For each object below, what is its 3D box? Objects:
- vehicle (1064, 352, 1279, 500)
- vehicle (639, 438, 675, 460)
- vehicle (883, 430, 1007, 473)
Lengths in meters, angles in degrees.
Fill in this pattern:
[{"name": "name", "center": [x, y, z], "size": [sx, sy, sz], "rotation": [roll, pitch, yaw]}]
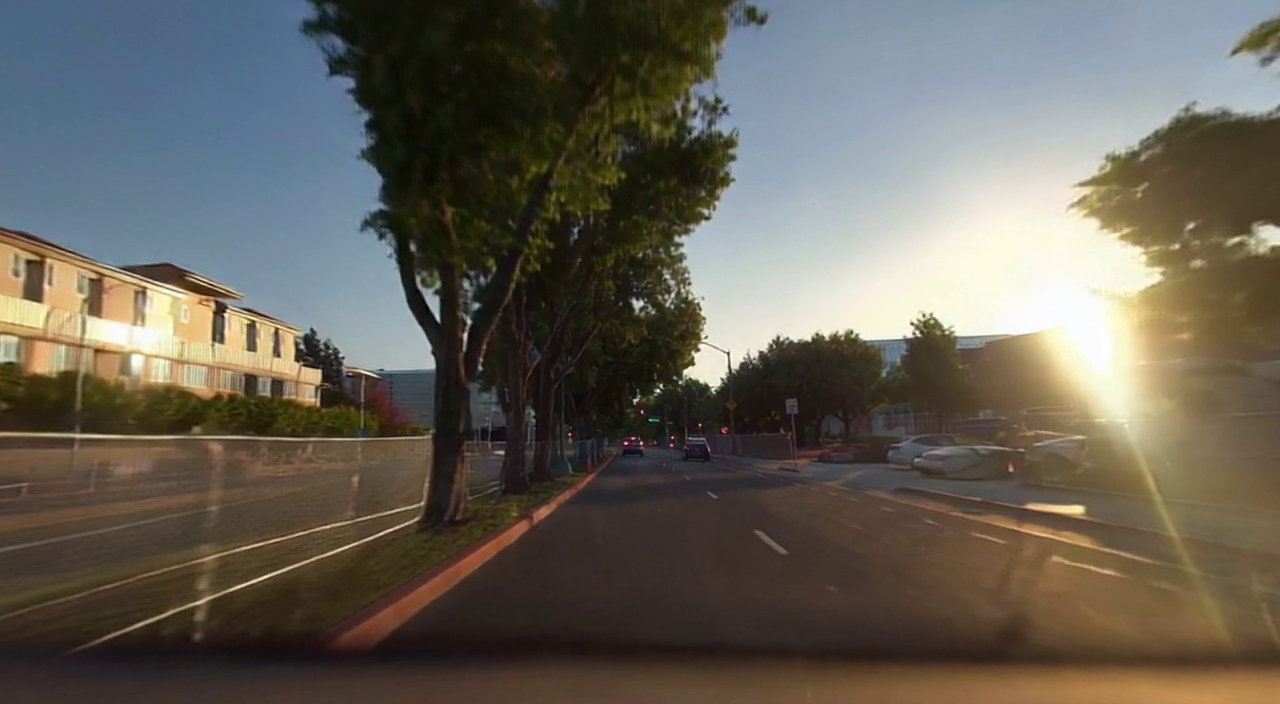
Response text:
[{"name": "vehicle", "center": [15.578, 1.923, 16.303], "size": [6.641, 3.391, 3.387], "rotation": [0, -8, -2]}, {"name": "vehicle", "center": [1.243, 6.914, 44.997], "size": [1.974, 1.490, 4.231], "rotation": [-2, -9, 10]}, {"name": "vehicle", "center": [12.288, 4.000, 25.759], "size": [1.948, 1.466, 4.520], "rotation": [-1, -7, -15]}]
